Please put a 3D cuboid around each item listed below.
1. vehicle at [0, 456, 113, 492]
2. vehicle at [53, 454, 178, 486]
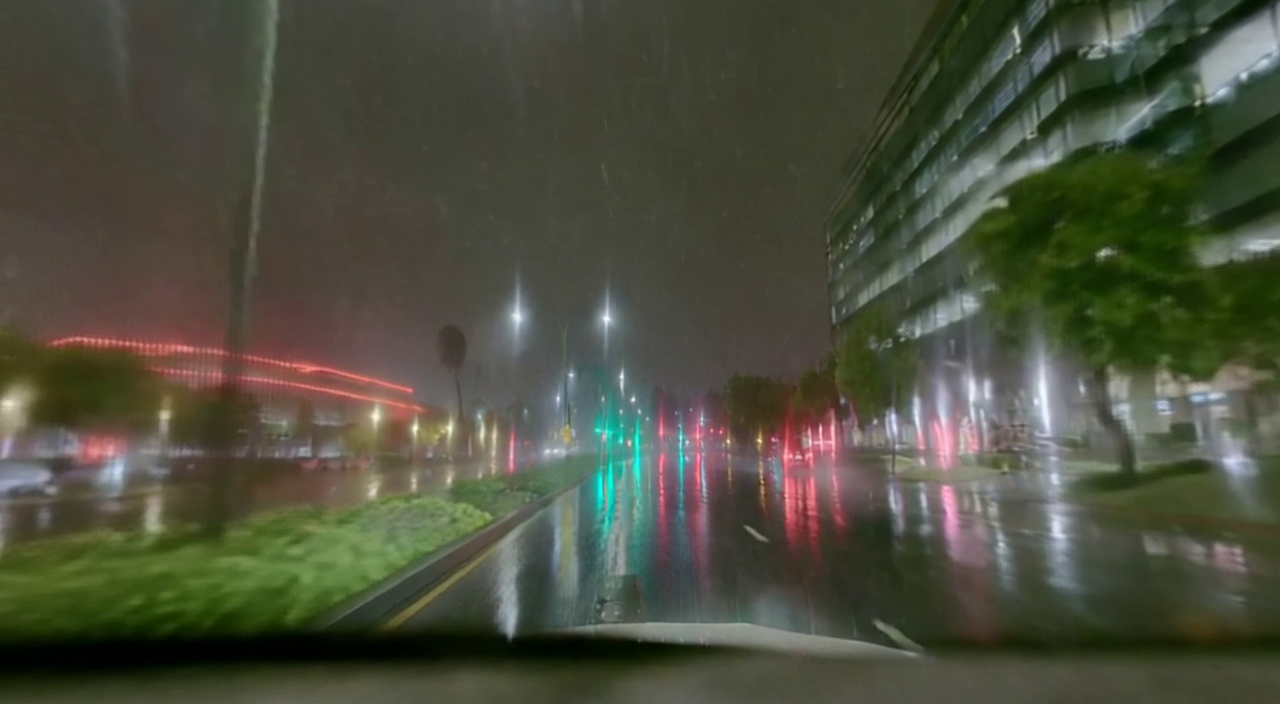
[{"bbox_3d":[-26.446,5.368,27.997,4.401,1.431,1.877,5,-10,-32],"label":"vehicle"},{"bbox_3d":[-26.534,5.959,32.181,4.405,1.469,2.047,4,-9,-25],"label":"vehicle"}]
